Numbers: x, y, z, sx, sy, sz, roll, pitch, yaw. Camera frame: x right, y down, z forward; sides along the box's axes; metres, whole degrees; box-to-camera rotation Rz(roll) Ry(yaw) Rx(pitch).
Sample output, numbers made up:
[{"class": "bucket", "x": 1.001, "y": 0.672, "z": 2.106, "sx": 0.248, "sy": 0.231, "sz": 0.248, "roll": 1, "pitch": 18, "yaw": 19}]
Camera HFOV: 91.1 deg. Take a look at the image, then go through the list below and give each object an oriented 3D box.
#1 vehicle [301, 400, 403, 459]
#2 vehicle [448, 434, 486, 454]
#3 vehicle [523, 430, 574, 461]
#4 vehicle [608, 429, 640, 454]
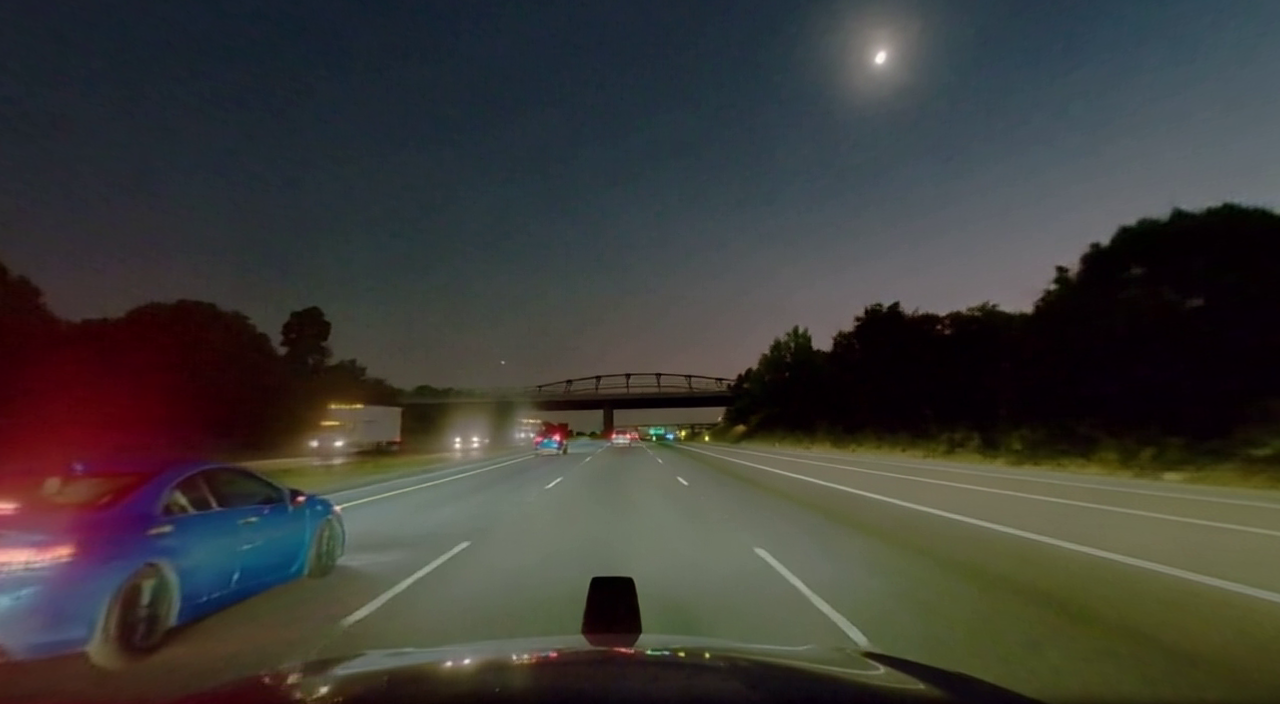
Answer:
[{"class": "vehicle", "x": -20.831, "y": 5.761, "z": 46.322, "sx": 2.968, "sy": 3.835, "sz": 9.465, "roll": 0, "pitch": -8, "yaw": 0}, {"class": "vehicle", "x": -13.349, "y": 7.128, "z": 48.685, "sx": 1.875, "sy": 1.479, "sz": 3.819, "roll": 0, "pitch": -8, "yaw": 1}, {"class": "vehicle", "x": -4.804, "y": 4.949, "z": 33.561, "sx": 2.017, "sy": 1.537, "sz": 4.496, "roll": 0, "pitch": -8, "yaw": 0}, {"class": "vehicle", "x": -1.073, "y": 6.179, "z": 43.680, "sx": 2.116, "sy": 1.625, "sz": 4.004, "roll": 0, "pitch": -8, "yaw": 0}]
